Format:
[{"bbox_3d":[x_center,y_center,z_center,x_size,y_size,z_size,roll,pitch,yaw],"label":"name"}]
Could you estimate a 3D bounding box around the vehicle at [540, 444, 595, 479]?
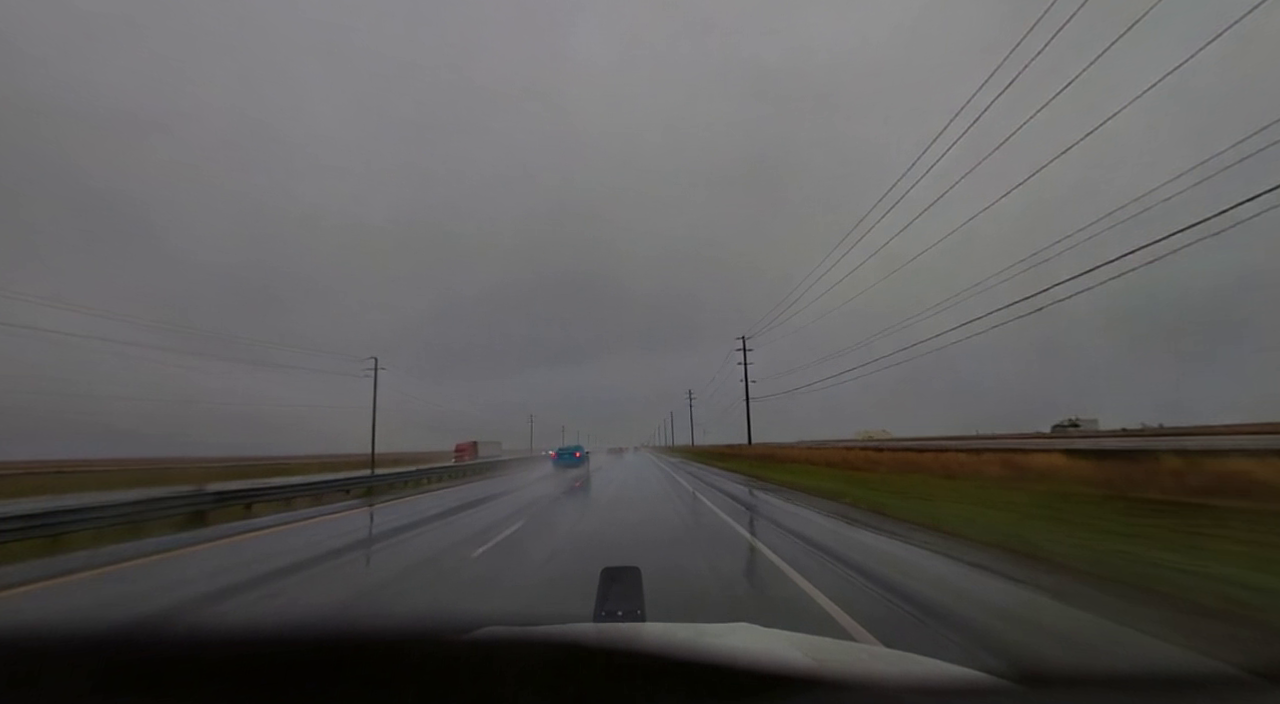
[{"bbox_3d":[-3.453,5.330,30.921,2.106,1.543,4.465,0,-9,1],"label":"vehicle"}]
